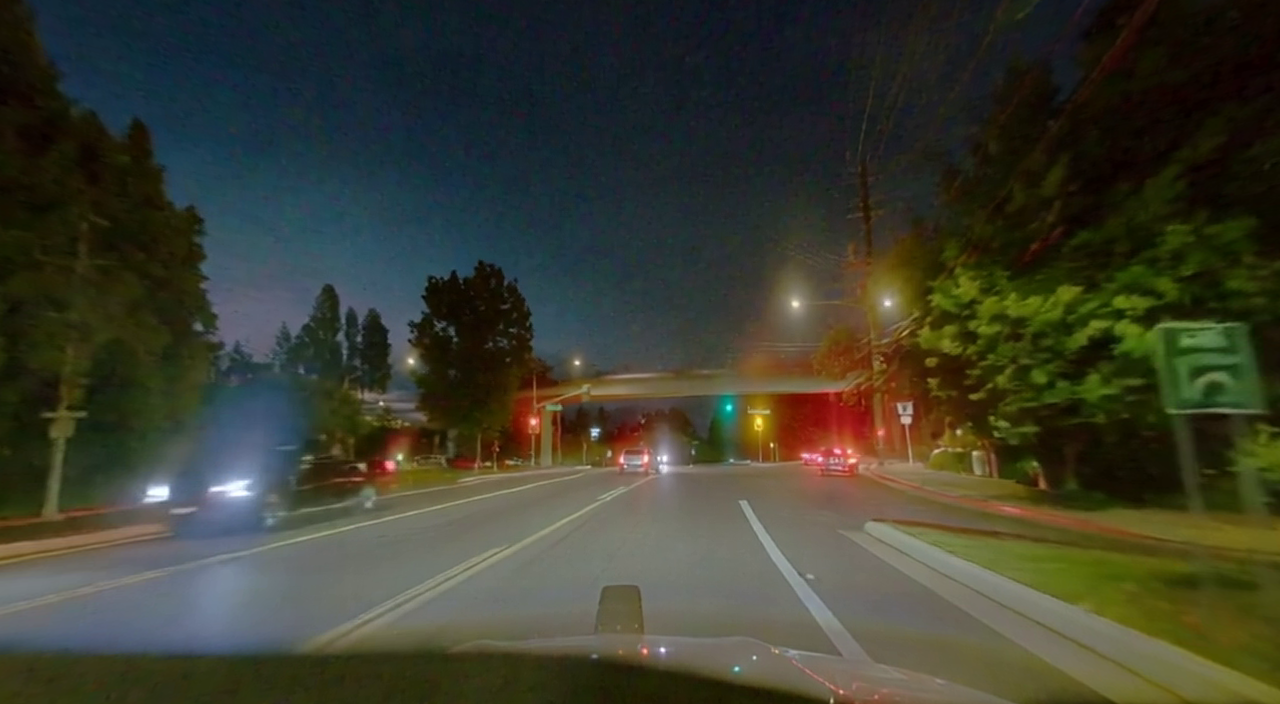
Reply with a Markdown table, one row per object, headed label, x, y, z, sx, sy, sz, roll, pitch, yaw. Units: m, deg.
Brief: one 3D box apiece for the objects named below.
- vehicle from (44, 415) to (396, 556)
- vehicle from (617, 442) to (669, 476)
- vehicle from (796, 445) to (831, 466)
| label | x | y | z | sx | sy | sz | roll | pitch | yaw |
| --- | --- | --- | --- | --- | --- | --- | --- | --- | --- |
| vehicle | -6.850 | 2.235 | 11.458 | 2.177 | 1.871 | 5.550 | 0 | -9 | 5 |
| vehicle | 0.221 | 5.388 | 31.925 | 1.997 | 1.542 | 4.202 | 0 | -9 | 9 |
| vehicle | 12.917 | 7.669 | 46.902 | 2.058 | 1.475 | 4.587 | -2 | -9 | 20 |
